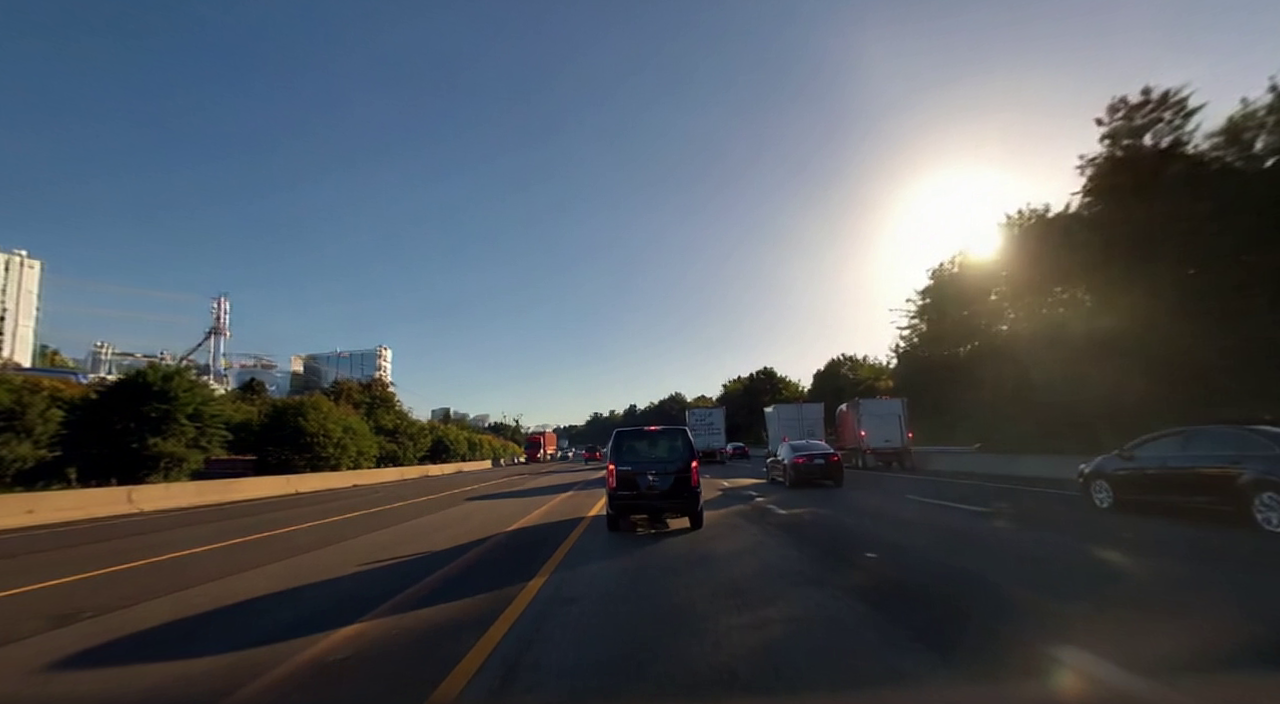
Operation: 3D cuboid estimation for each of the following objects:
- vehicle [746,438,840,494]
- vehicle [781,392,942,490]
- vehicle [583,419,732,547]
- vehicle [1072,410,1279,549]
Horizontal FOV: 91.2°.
[{"bbox_3d":[4.476,3.382,18.930,1.859,1.512,3.711,0,-9,0],"label":"vehicle"},{"bbox_3d":[8.526,3.736,26.094,2.799,3.188,10.578,-1,-9,0],"label":"vehicle"},{"bbox_3d":[0.232,1.992,10.058,1.965,1.664,3.428,-1,-9,0],"label":"vehicle"},{"bbox_3d":[8.690,1.741,8.955,1.913,1.652,4.384,-1,-9,1],"label":"vehicle"}]
